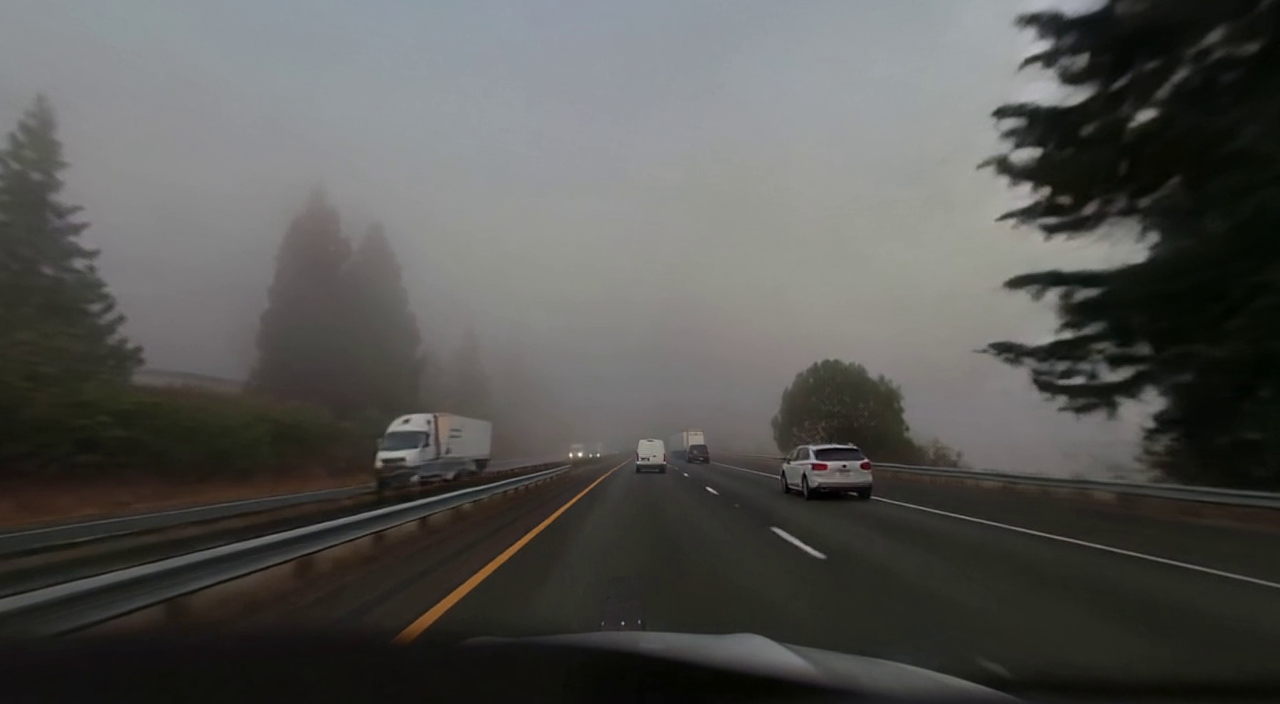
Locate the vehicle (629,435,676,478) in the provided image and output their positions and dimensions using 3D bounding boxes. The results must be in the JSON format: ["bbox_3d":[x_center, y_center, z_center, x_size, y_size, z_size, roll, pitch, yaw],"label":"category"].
[{"bbox_3d":[0.581,5.053,30.733,2.143,1.925,4.101,0,-9,0],"label":"vehicle"}]

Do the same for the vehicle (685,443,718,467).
[{"bbox_3d":[4.493,7.643,46.837,1.961,1.689,3.971,0,-9,-1],"label":"vehicle"}]

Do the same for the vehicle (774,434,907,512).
[{"bbox_3d":[4.506,2.756,14.756,1.868,1.566,3.509,0,-9,-1],"label":"vehicle"}]

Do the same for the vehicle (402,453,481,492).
[{"bbox_3d":[-8.440,5.146,27.208,1.907,1.491,4.426,0,-9,1],"label":"vehicle"}]

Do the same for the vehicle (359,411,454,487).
[{"bbox_3d":[-13.107,5.501,35.979,2.962,3.957,5.870,0,-9,1],"label":"vehicle"}]
